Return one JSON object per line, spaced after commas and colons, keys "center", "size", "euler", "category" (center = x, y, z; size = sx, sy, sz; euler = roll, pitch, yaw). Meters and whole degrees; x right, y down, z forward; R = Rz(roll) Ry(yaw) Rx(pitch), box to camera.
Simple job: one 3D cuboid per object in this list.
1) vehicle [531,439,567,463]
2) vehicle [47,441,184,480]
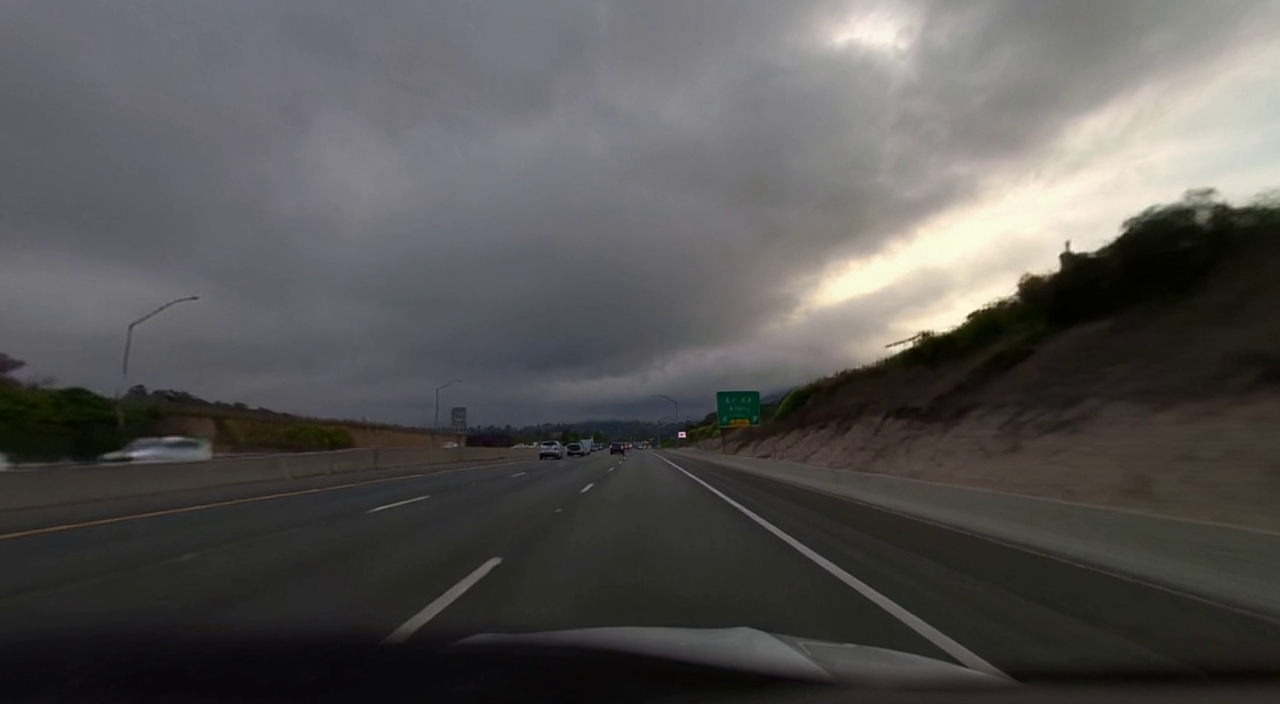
{"center": [-6.766, 7.376, 46.860], "size": [1.972, 1.660, 4.254], "euler": [0, -8, 1], "category": "vehicle"}
{"center": [-21.873, 4.512, 26.468], "size": [1.827, 1.504, 4.494], "euler": [0, -8, 1], "category": "vehicle"}
